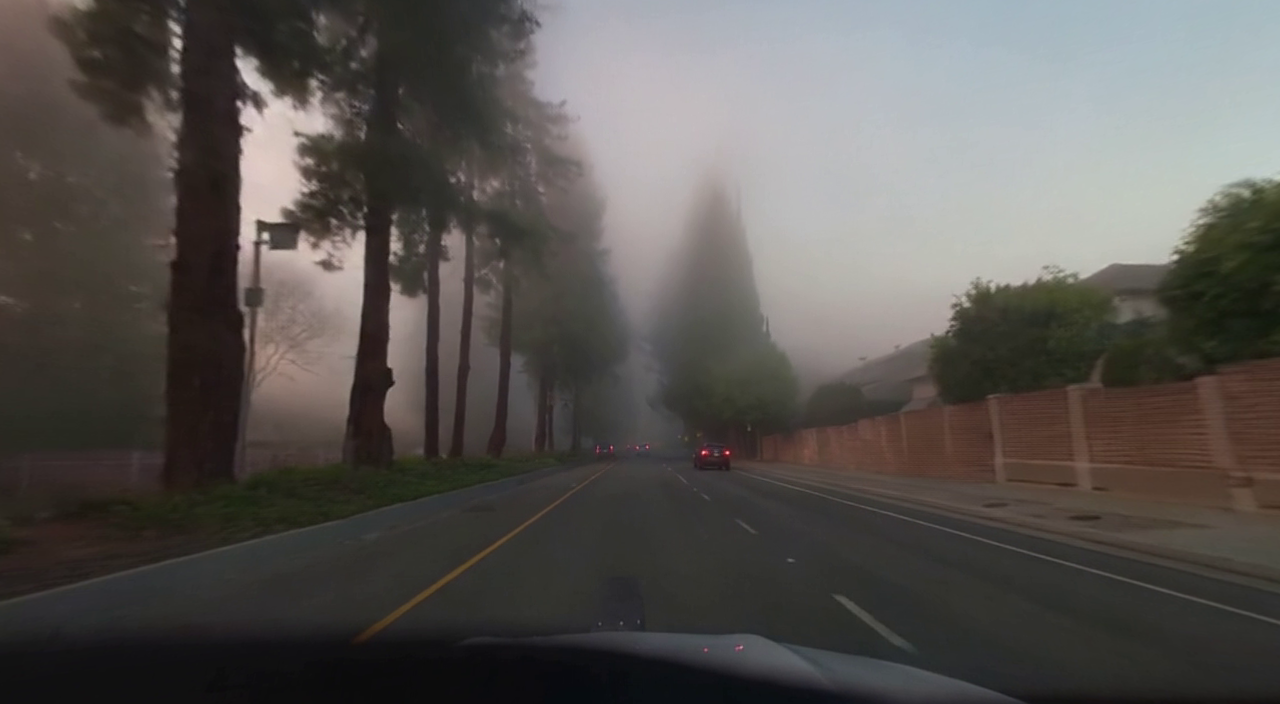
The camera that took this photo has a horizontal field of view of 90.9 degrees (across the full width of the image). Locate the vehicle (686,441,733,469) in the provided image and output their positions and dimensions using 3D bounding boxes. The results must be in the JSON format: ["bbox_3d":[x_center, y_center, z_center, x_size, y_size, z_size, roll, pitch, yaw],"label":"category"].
[{"bbox_3d":[4.113,6.206,38.191,2.237,1.578,4.621,0,-8,-1],"label":"vehicle"}]
